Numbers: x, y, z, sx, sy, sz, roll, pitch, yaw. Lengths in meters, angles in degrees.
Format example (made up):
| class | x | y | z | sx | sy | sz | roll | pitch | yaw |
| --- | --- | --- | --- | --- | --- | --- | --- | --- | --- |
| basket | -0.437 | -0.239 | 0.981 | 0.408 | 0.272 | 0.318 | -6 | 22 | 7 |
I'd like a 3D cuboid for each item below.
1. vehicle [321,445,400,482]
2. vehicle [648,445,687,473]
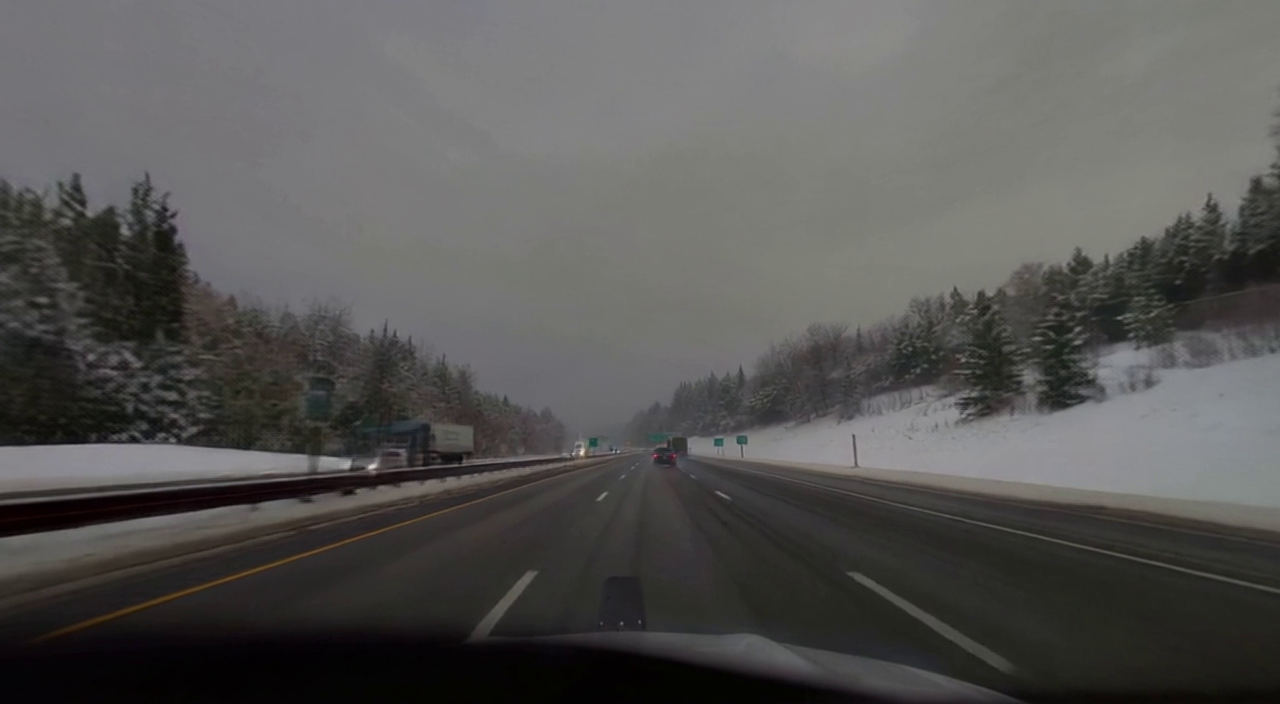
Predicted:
| class | x | y | z | sx | sy | sz | roll | pitch | yaw |
| --- | --- | --- | --- | --- | --- | --- | --- | --- | --- |
| vehicle | -14.541 | 5.809 | 33.067 | 1.893 | 1.797 | 4.648 | 0 | -9 | 1 |
| vehicle | 1.674 | 6.717 | 39.619 | 2.231 | 1.652 | 4.503 | 0 | -9 | 0 |
